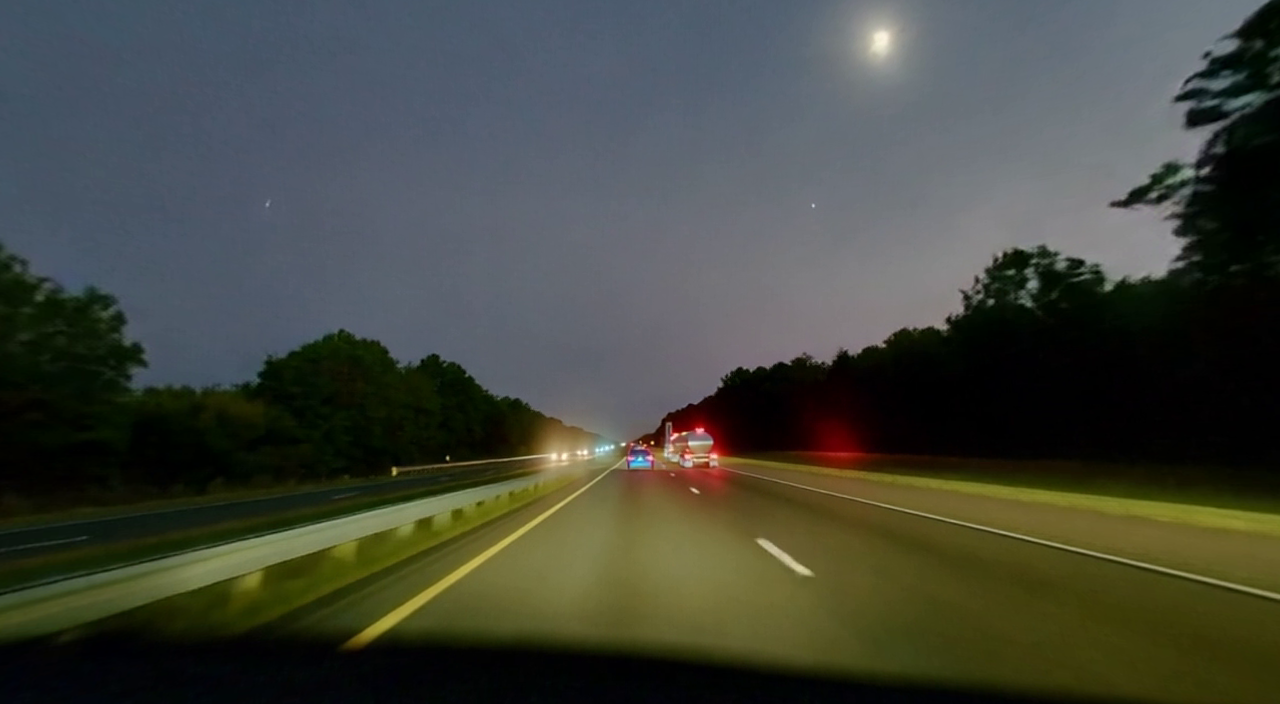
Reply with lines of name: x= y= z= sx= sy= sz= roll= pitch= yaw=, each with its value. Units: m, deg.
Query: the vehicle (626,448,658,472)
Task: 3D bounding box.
vehicle: x=0.122 y=6.707 z=39.198 sx=1.926 sy=1.386 sz=3.615 roll=0 pitch=-9 yaw=0
